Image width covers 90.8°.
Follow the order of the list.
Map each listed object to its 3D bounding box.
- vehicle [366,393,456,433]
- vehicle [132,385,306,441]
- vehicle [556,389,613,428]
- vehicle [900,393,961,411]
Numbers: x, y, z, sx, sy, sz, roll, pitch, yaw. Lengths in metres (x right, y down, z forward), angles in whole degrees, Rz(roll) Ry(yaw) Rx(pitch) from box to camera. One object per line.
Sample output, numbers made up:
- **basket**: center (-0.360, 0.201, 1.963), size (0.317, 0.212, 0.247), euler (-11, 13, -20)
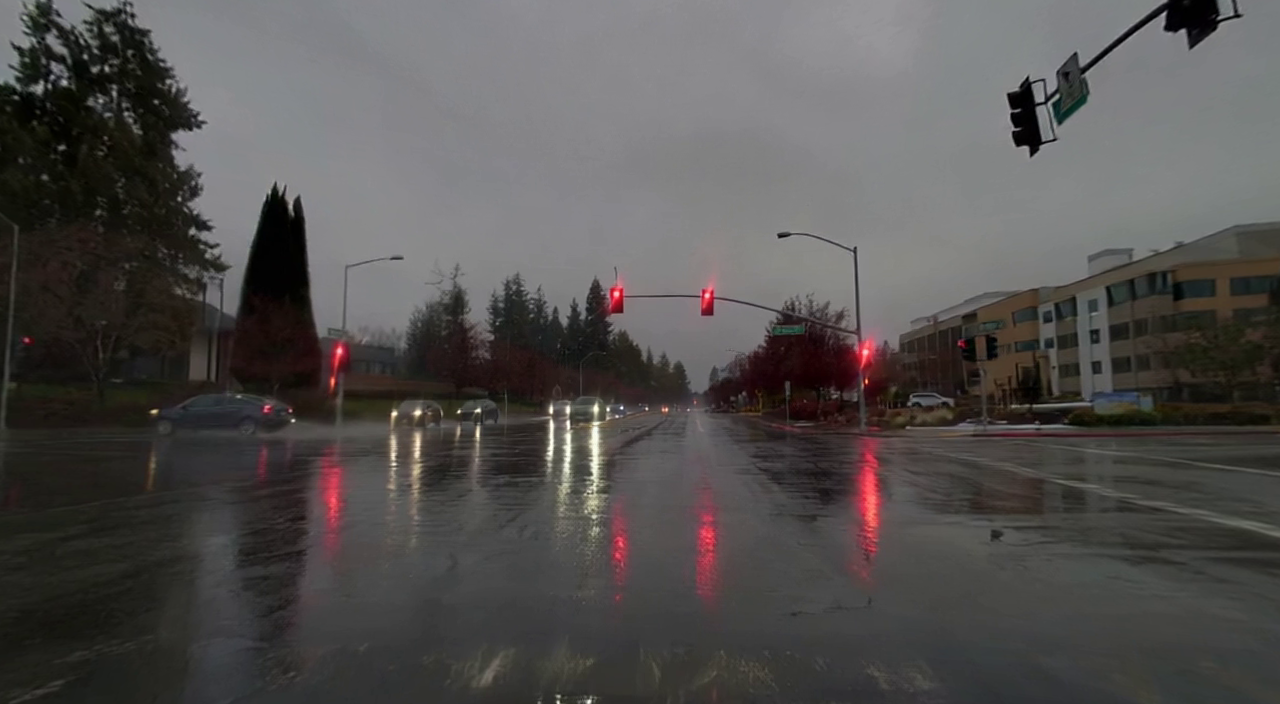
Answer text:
- **vehicle**: center (-12.138, 3.351, 33.929), size (2.340, 1.902, 4.920), euler (-2, -9, 9)
- **vehicle**: center (-13.942, 2.079, 21.107), size (4.445, 1.723, 2.007), euler (-1, -8, 4)
- **vehicle**: center (-2.975, 3.222, 35.147), size (2.306, 1.907, 5.382), euler (-1, -8, 5)
- **vehicle**: center (22.607, 3.943, 49.274), size (3.933, 1.219, 1.700), euler (1, -8, 4)
